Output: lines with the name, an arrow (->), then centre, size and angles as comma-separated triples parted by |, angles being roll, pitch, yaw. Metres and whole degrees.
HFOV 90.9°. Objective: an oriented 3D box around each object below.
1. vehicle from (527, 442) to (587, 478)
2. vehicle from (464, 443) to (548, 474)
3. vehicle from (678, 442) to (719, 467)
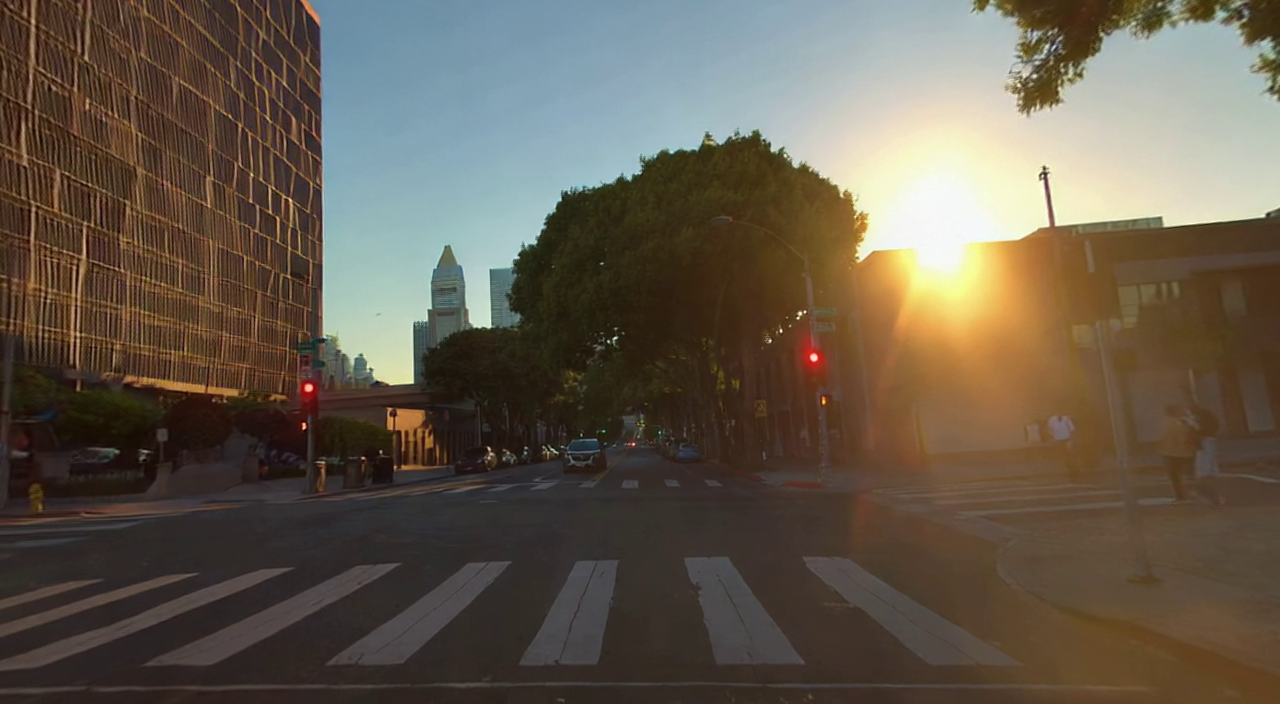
vehicle -> -3.666, 4.846, 28.633 | 1.989, 1.481, 4.500 | 0, -8, 1
vehicle -> -8.020, 6.362, 38.015 | 4.526, 1.726, 1.963 | 8, -12, -44
vehicle -> 3.544, 6.276, 38.857 | 1.853, 1.426, 4.160 | 1, -8, -3
